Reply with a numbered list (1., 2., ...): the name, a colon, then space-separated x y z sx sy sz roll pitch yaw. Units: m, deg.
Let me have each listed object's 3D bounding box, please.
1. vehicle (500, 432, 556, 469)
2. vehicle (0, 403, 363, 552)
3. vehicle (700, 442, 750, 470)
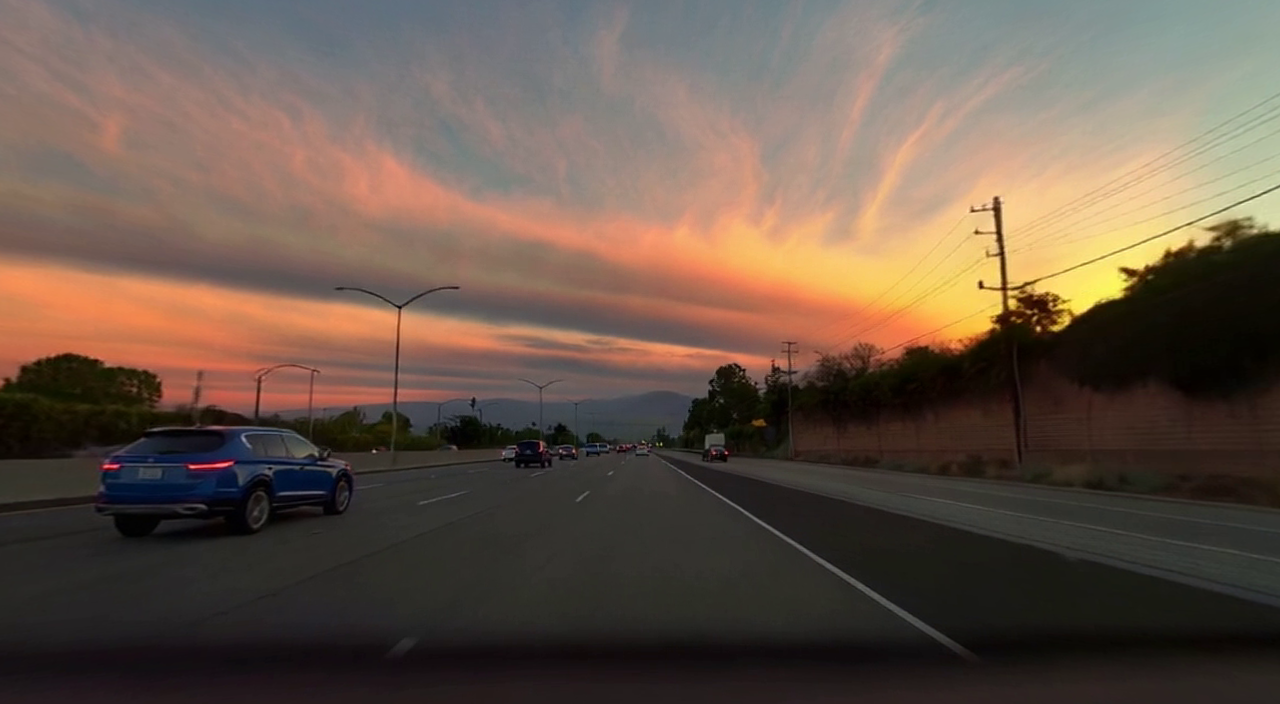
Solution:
1. vehicle: -6.277 5.594 36.008 2.255 1.934 4.868 0 -9 1
2. vehicle: -6.358 1.797 9.640 2.058 1.698 4.567 0 -9 1
3. vehicle: 4.937 6.099 37.103 2.251 1.520 4.550 1 -9 -1
